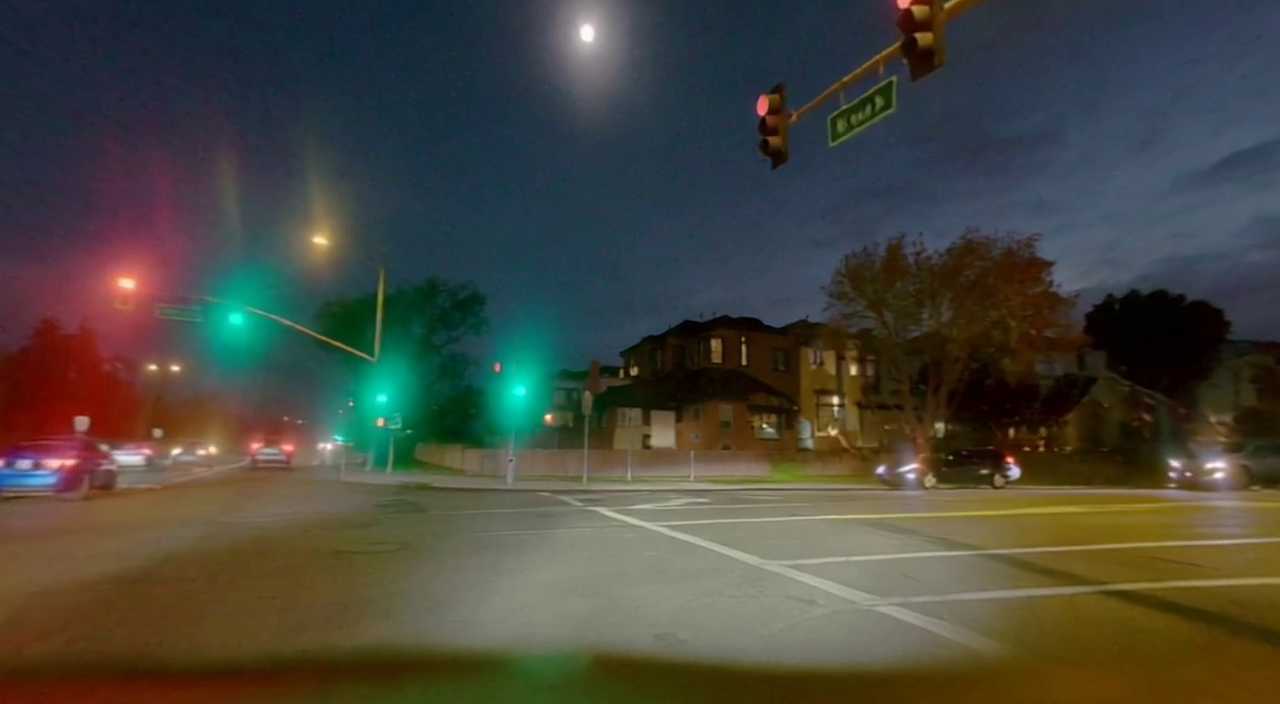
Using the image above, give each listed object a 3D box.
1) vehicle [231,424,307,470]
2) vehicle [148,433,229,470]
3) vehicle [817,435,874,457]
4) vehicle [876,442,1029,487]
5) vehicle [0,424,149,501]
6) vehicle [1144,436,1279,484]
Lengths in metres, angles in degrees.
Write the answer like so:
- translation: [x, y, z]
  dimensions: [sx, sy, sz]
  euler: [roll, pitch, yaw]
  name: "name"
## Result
- translation: [-16.815, 4.331, 28.880]
  dimensions: [2.396, 1.881, 4.606]
  euler: [4, -9, -24]
  name: "vehicle"
- translation: [-19.630, 4.333, 27.693]
  dimensions: [1.934, 1.459, 4.368]
  euler: [4, -9, -23]
  name: "vehicle"
- translation: [14.794, 6.775, 45.683]
  dimensions: [1.905, 1.483, 4.322]
  euler: [0, -8, -13]
  name: "vehicle"
- translation: [10.574, 3.797, 21.539]
  dimensions: [4.353, 1.431, 1.876]
  euler: [2, -9, -11]
  name: "vehicle"
- translation: [-13.303, 2.479, 14.548]
  dimensions: [1.977, 1.488, 4.741]
  euler: [4, -9, -24]
  name: "vehicle"
- translation: [22.895, 4.178, 24.678]
  dimensions: [5.372, 1.714, 1.966]
  euler: [2, -9, -13]
  name: "vehicle"
